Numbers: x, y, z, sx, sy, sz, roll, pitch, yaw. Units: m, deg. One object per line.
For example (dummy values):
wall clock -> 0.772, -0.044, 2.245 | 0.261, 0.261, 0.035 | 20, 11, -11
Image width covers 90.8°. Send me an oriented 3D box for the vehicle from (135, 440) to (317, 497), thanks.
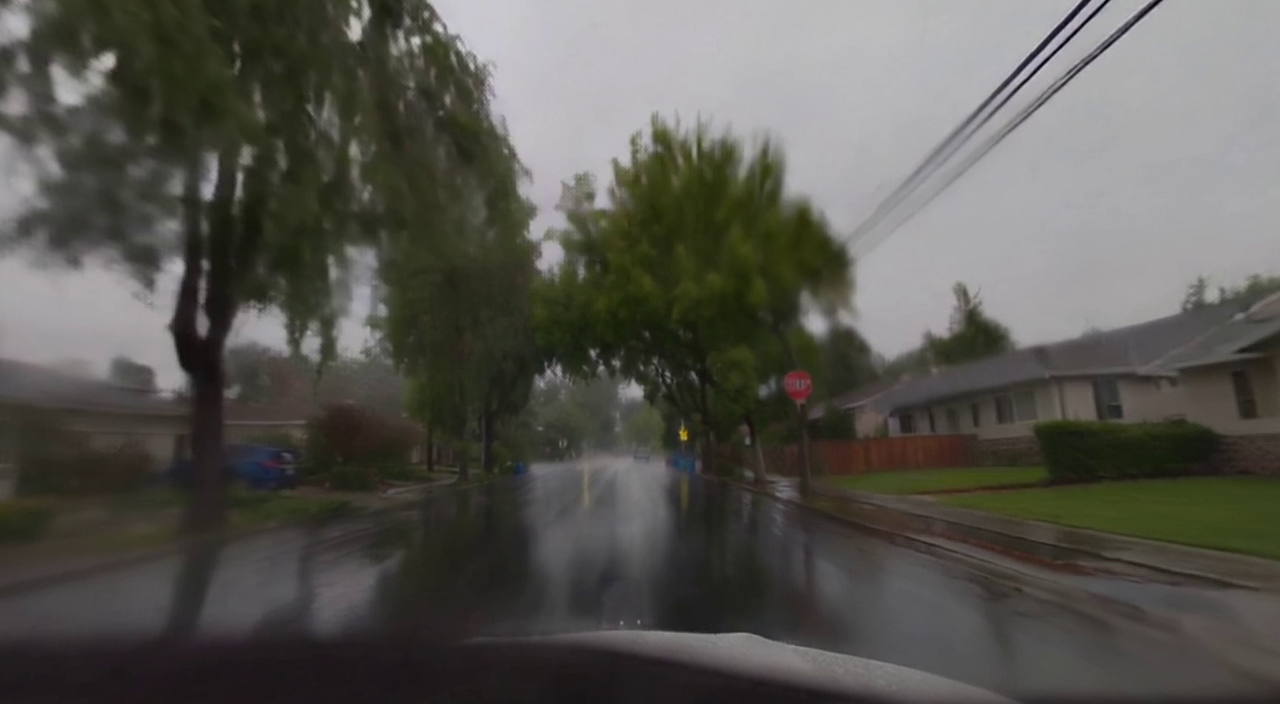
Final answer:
vehicle -> -14.339, 4.047, 22.143 | 4.809, 1.865, 2.093 | 0, -9, -2
